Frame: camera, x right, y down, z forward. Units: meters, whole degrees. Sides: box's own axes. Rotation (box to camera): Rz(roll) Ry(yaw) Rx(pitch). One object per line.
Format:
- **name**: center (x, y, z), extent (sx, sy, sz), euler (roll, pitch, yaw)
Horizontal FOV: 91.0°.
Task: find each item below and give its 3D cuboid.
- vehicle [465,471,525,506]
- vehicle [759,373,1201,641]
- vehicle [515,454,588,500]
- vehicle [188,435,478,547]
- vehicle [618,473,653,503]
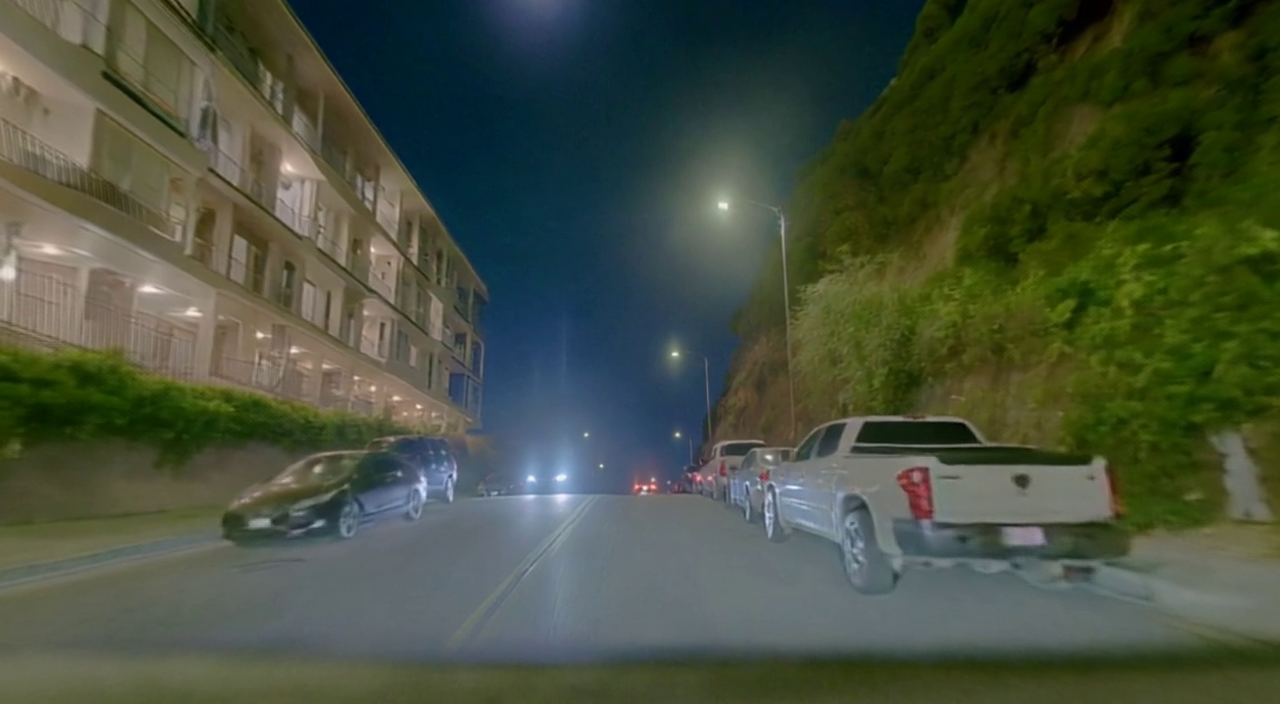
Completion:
- **vehicle**: center (-6.704, 6.347, 29.535), extent (1.772, 1.415, 4.361), euler (1, -10, 0)
- **vehicle**: center (2.777, 1.403, 6.754), extent (2.072, 1.830, 4.744), euler (0, -8, 0)
- **vehicle**: center (-3.360, 5.014, 24.859), extent (2.102, 1.621, 4.627), euler (0, -13, 1)
- **vehicle**: center (-4.874, 2.231, 10.926), extent (1.856, 1.474, 4.522), euler (-3, -9, 17)
- **vehicle**: center (-0.367, 9.360, 43.481), extent (2.201, 1.731, 3.854), euler (0, -8, -3)
